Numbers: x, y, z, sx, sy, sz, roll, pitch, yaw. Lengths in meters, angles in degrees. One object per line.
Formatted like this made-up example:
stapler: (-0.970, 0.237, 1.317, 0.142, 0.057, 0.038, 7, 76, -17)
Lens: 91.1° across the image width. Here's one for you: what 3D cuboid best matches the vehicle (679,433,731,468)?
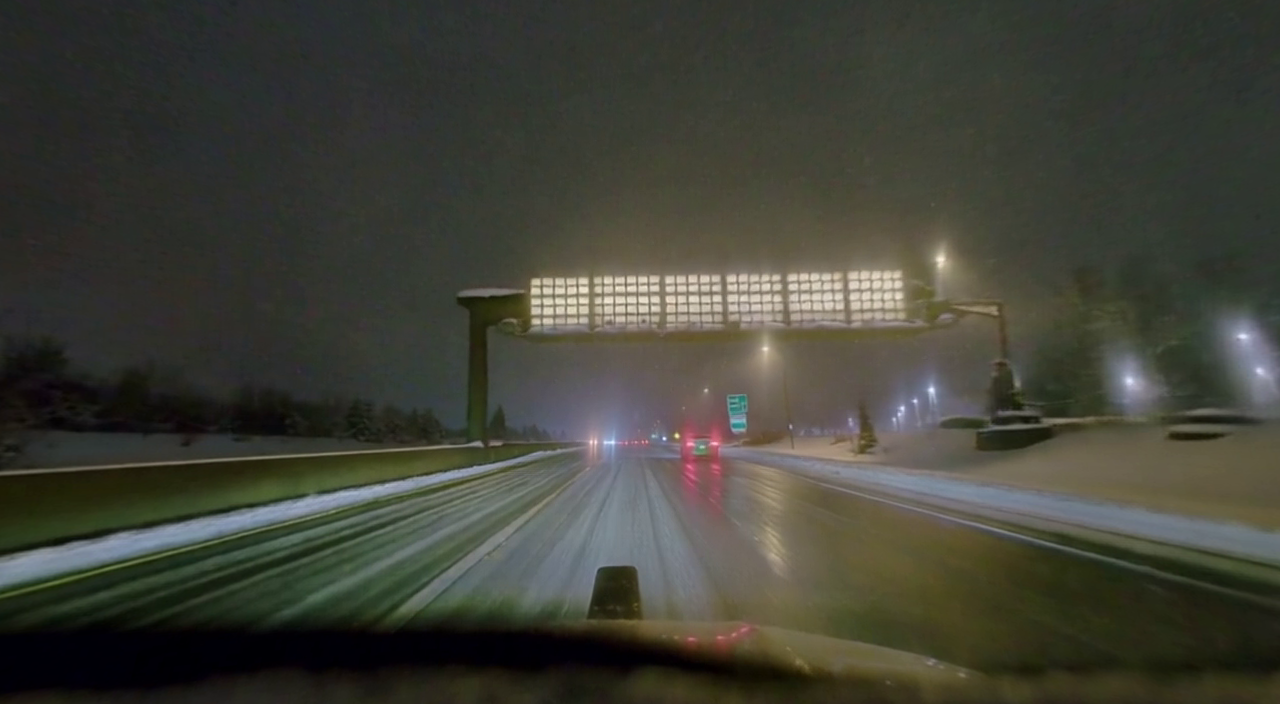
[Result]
vehicle: (2.953, 4.557, 29.309, 1.946, 1.481, 3.969, 0, -8, -1)
